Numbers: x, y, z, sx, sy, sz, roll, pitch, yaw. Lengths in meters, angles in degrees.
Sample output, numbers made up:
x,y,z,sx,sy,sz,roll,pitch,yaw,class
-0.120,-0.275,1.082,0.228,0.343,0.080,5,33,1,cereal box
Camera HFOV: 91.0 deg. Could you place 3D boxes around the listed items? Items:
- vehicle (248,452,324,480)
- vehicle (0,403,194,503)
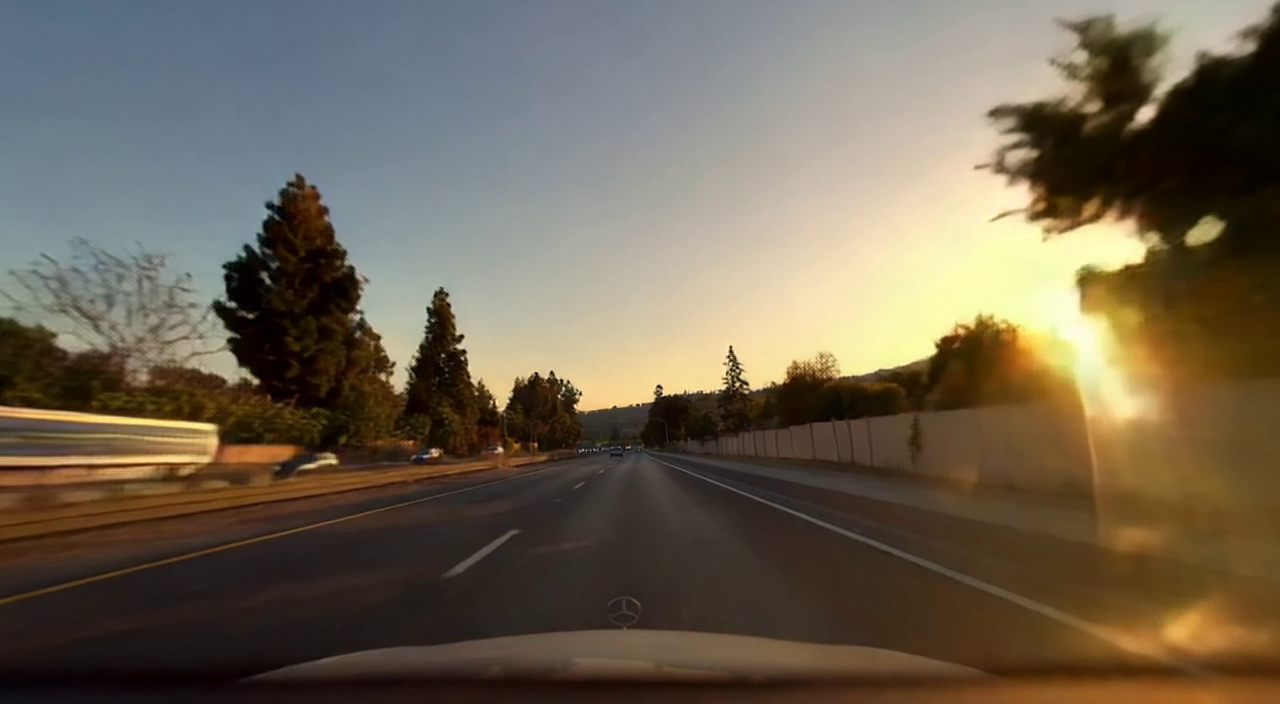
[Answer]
x,y,z,sx,sy,sz,roll,pitch,yaw,class
-21.233,6.827,37.982,1.866,1.521,4.645,0,-9,0,vehicle
-24.973,4.218,26.429,2.824,3.613,13.143,0,-9,0,vehicle
